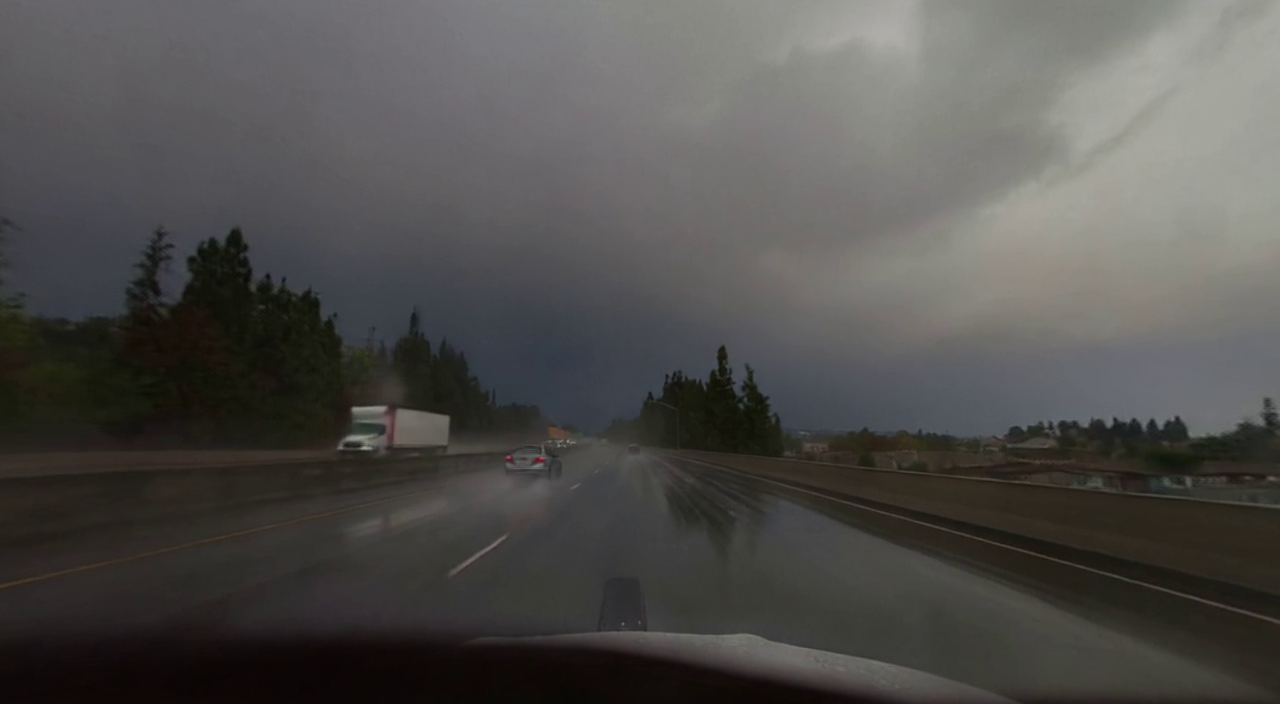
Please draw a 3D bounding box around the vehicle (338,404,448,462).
[{"bbox_3d":[-17.690,6.191,46.781,2.973,3.650,13.844,0,-9,-2],"label":"vehicle"}]

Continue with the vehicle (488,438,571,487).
[{"bbox_3d":[-3.863,3.967,22.937,2.083,1.560,4.713,0,-9,1],"label":"vehicle"}]
